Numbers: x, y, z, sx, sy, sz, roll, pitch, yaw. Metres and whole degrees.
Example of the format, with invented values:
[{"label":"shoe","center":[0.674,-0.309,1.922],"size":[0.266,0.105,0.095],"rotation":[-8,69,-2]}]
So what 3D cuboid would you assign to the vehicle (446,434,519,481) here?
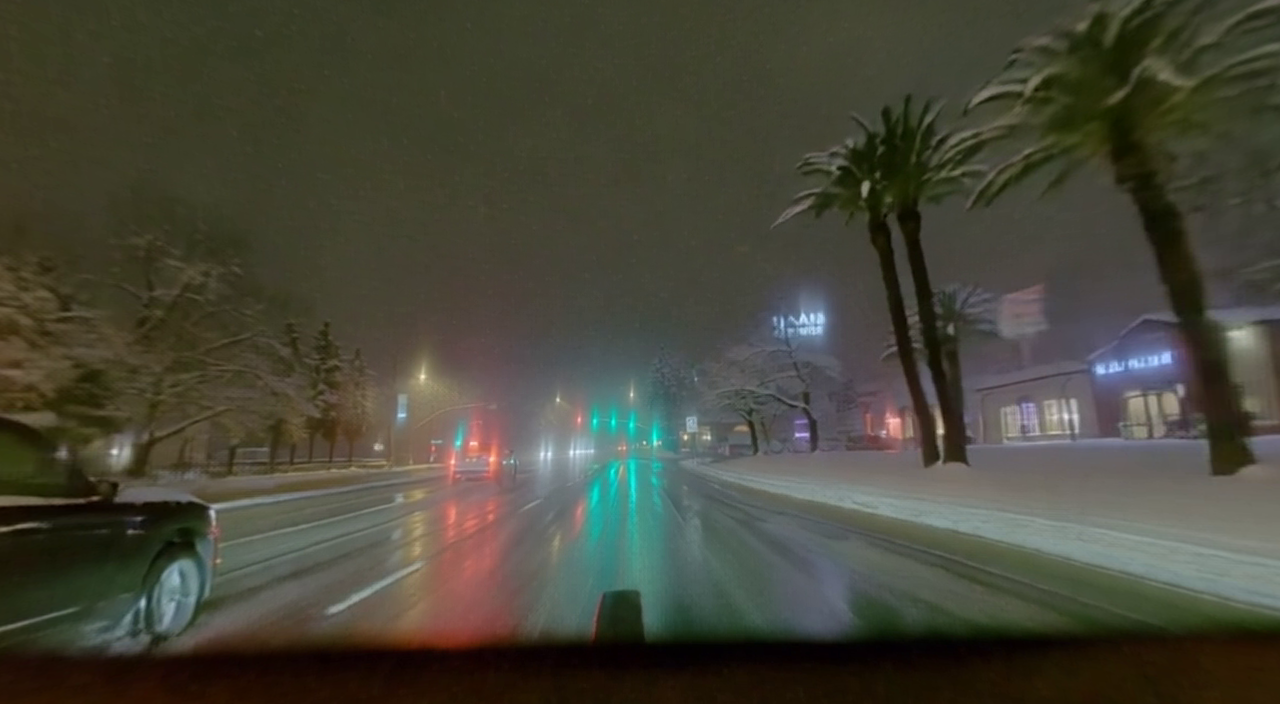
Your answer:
[{"label":"vehicle","center":[-6.768,4.589,27.614],"size":[2.136,1.844,4.363],"rotation":[0,-9,-1]}]

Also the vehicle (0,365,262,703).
[{"label":"vehicle","center":[-3.904,0.870,2.657],"size":[2.041,1.666,4.182],"rotation":[0,-9,-1]}]
